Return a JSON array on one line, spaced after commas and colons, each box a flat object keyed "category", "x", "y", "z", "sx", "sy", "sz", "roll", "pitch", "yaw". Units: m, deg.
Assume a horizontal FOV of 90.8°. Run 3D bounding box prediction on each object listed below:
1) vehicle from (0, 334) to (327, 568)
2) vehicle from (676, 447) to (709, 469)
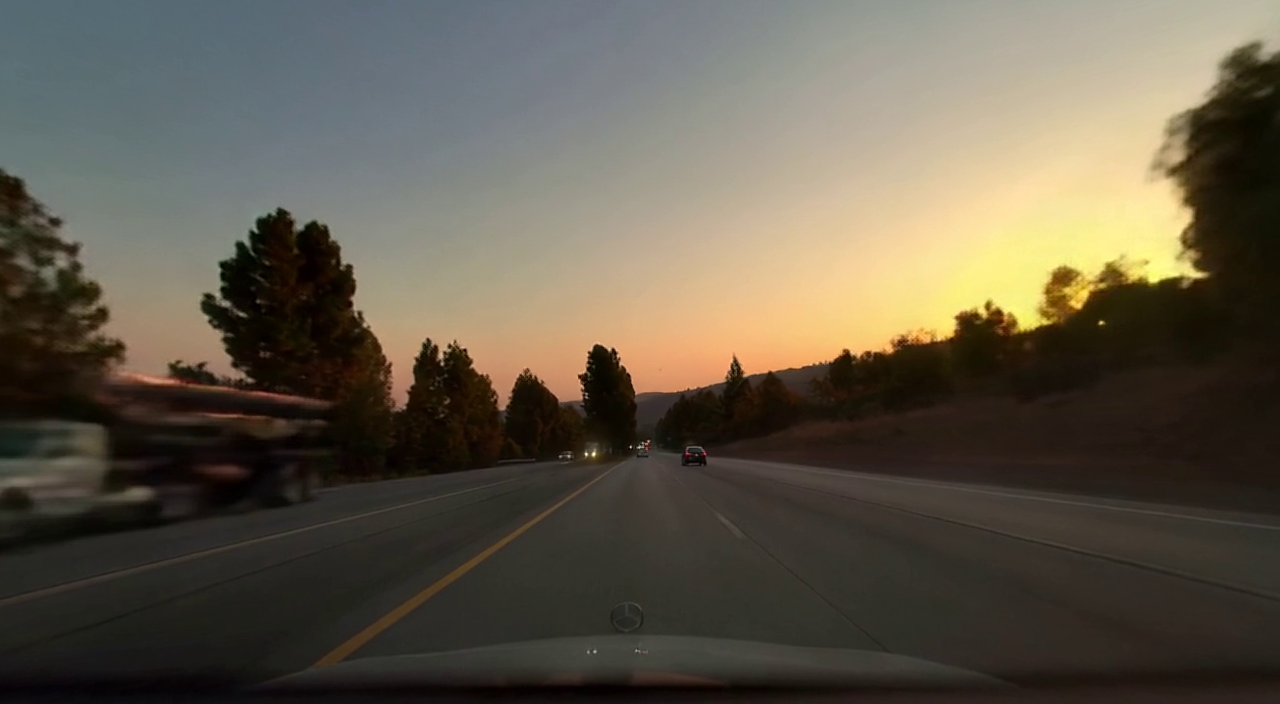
[{"category": "vehicle", "x": -12.785, "y": 2.392, "z": 15.179, "sx": 3.267, "sy": 4.040, "sz": 13.923, "roll": 0, "pitch": -9, "yaw": 0}, {"category": "vehicle", "x": 3.931, "y": 7.962, "z": 47.595, "sx": 2.013, "sy": 1.584, "sz": 3.995, "roll": 0, "pitch": -9, "yaw": -1}]
